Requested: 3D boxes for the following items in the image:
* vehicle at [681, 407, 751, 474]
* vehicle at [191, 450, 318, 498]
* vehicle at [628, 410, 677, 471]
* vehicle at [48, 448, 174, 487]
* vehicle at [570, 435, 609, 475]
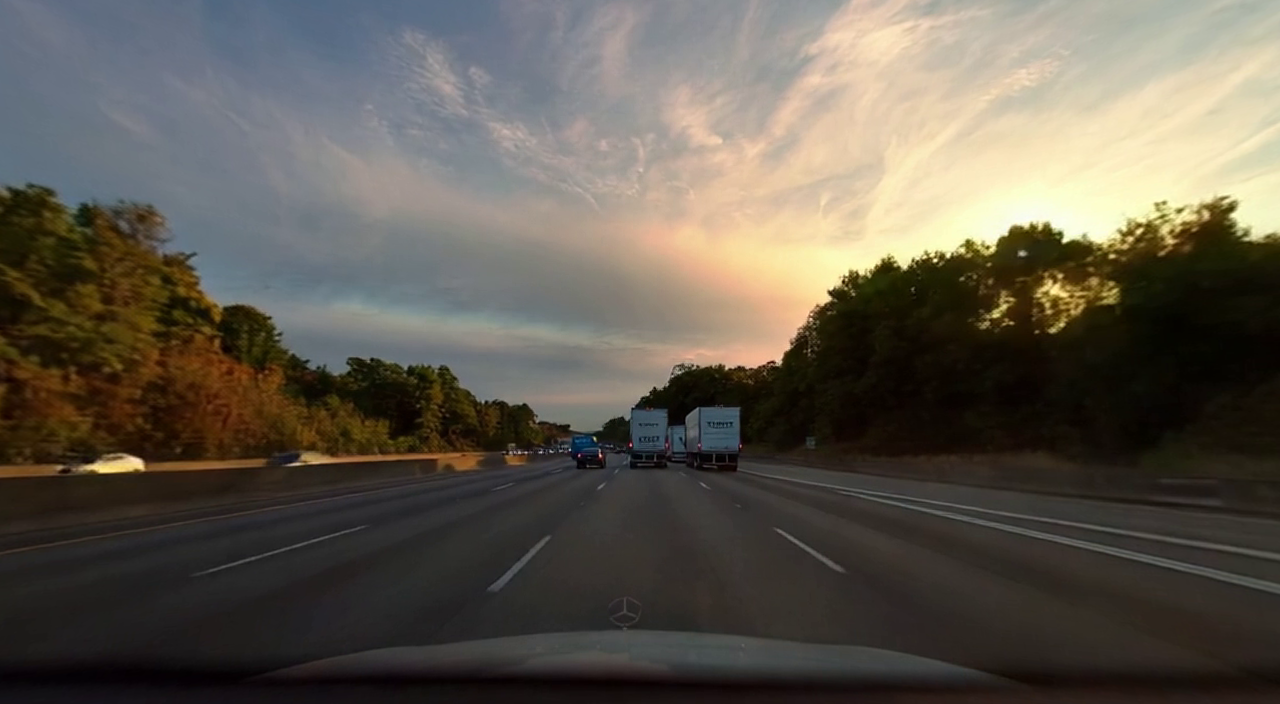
[{"bbox_3d":[5.204,6.601,46.392,3.319,4.075,14.516,0,-9,0],"label":"vehicle"},{"bbox_3d":[-12.894,4.067,21.397,1.808,1.441,3.831,0,-9,1],"label":"vehicle"},{"bbox_3d":[0.774,6.666,47.034,3.201,4.019,10.918,0,-9,0],"label":"vehicle"},{"bbox_3d":[-23.512,5.136,28.281,1.920,1.591,4.250,0,-9,0],"label":"vehicle"},{"bbox_3d":[-2.890,5.986,36.749,2.033,2.234,3.490,0,-9,0],"label":"vehicle"}]
